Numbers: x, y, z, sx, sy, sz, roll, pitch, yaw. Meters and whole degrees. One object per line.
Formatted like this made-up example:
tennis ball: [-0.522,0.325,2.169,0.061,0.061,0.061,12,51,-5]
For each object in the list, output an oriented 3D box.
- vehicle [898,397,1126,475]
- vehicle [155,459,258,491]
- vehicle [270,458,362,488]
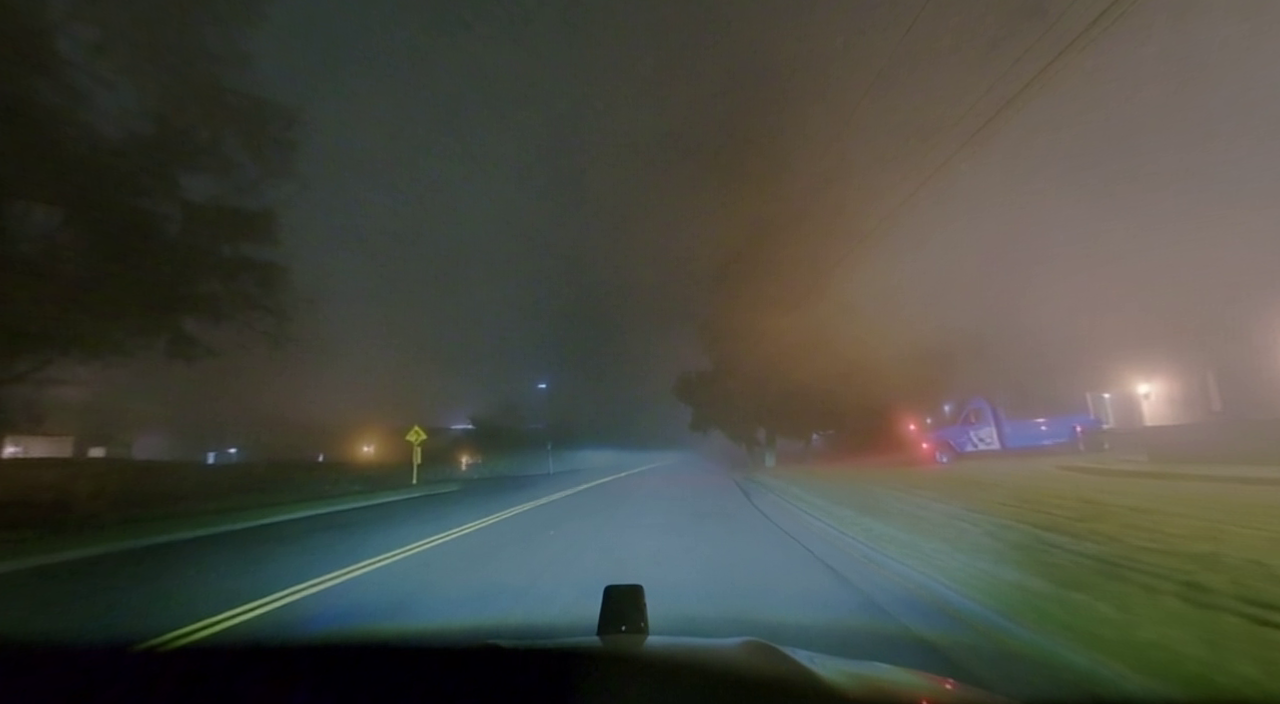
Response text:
vehicle: [11.642,2.752,20.218,5.704,1.788,2.095,-7,-10,9]
vehicle: [-25.159,7.152,36.666,4.751,1.489,2.052,-5,-9,8]
vehicle: [-18.374,6.853,35.838,4.270,1.481,1.972,-4,-9,10]
